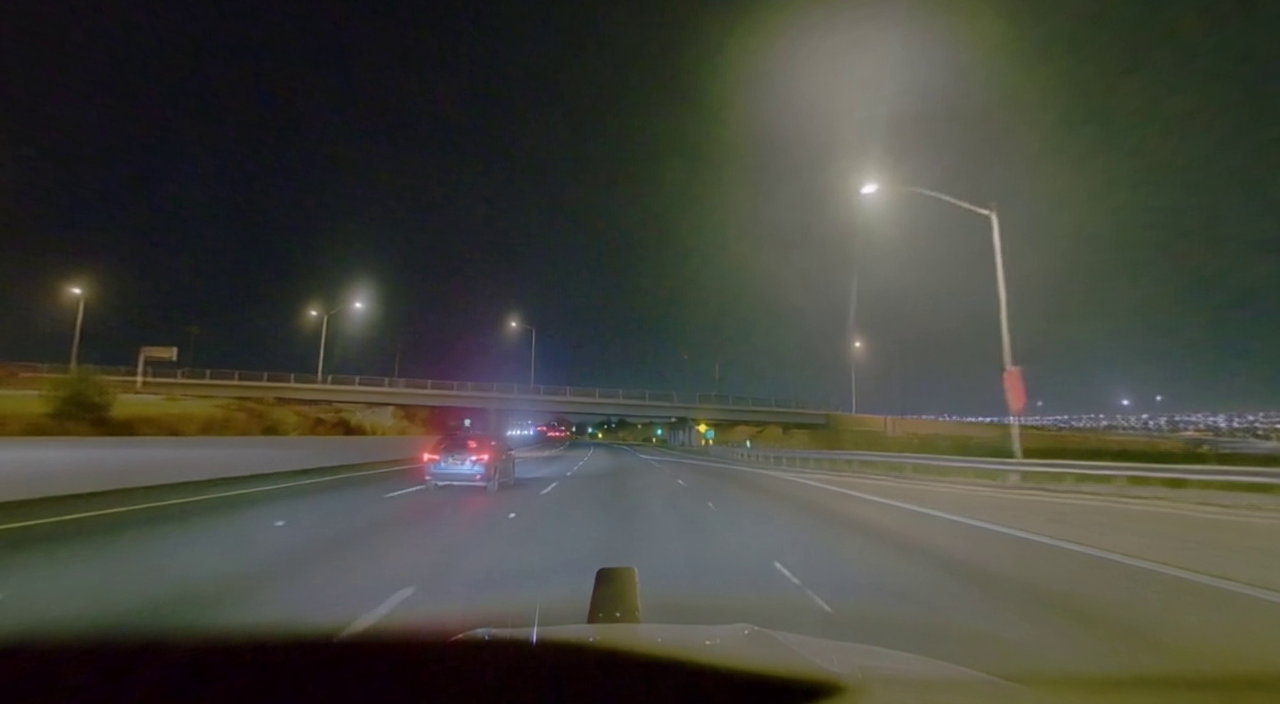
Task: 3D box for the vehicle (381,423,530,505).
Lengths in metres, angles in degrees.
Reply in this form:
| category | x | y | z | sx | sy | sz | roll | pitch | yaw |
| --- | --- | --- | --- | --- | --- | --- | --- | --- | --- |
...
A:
| category | x | y | z | sx | sy | sz | roll | pitch | yaw |
| --- | --- | --- | --- | --- | --- | --- | --- | --- | --- |
| vehicle | -4.083 | 2.552 | 14.934 | 2.123 | 1.601 | 4.887 | 0 | -8 | -1 |
